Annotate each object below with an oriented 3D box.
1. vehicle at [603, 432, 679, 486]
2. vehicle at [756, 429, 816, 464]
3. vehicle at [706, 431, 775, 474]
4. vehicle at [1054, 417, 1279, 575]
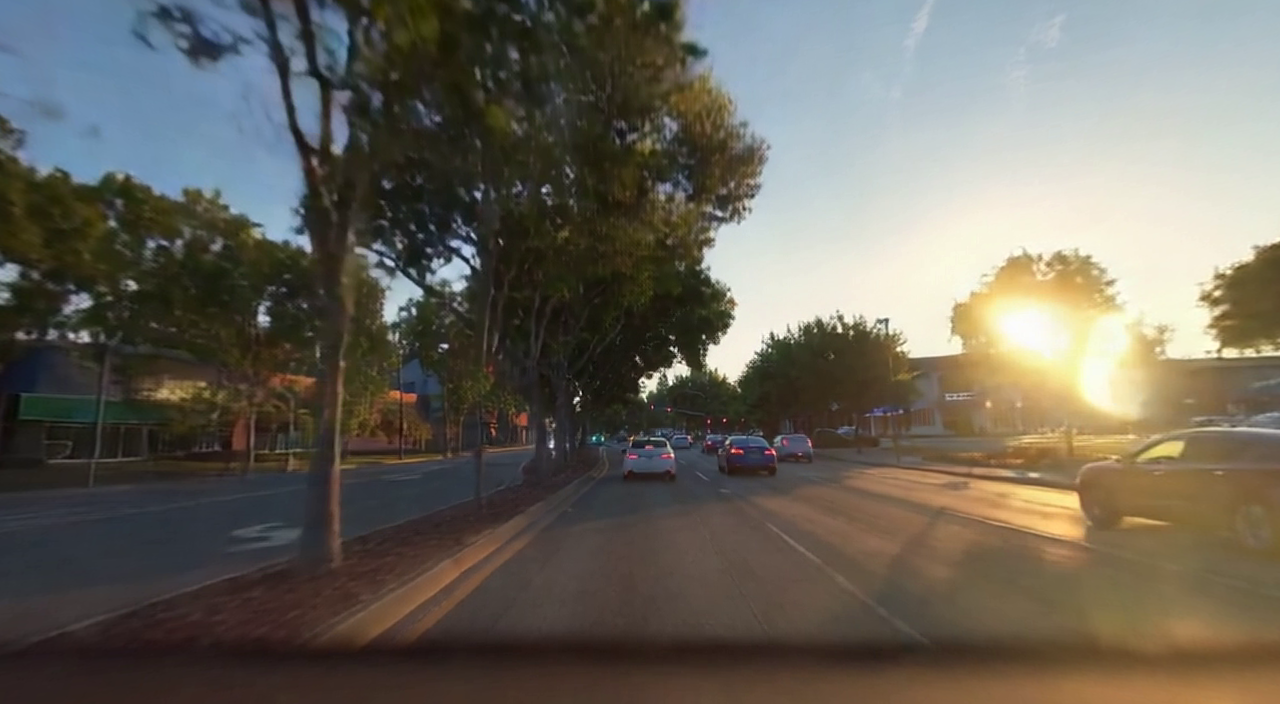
[{"bbox_3d":[0.064,3.215,19.283,2.096,1.473,3.893,0,-8,1],"label":"vehicle"},{"bbox_3d":[7.573,4.941,33.124,2.044,1.701,4.397,0,-8,0],"label":"vehicle"},{"bbox_3d":[3.787,3.875,24.520,1.988,1.528,4.144,0,-8,0],"label":"vehicle"},{"bbox_3d":[7.189,1.561,7.262,1.892,1.515,4.400,0,-8,1],"label":"vehicle"}]
